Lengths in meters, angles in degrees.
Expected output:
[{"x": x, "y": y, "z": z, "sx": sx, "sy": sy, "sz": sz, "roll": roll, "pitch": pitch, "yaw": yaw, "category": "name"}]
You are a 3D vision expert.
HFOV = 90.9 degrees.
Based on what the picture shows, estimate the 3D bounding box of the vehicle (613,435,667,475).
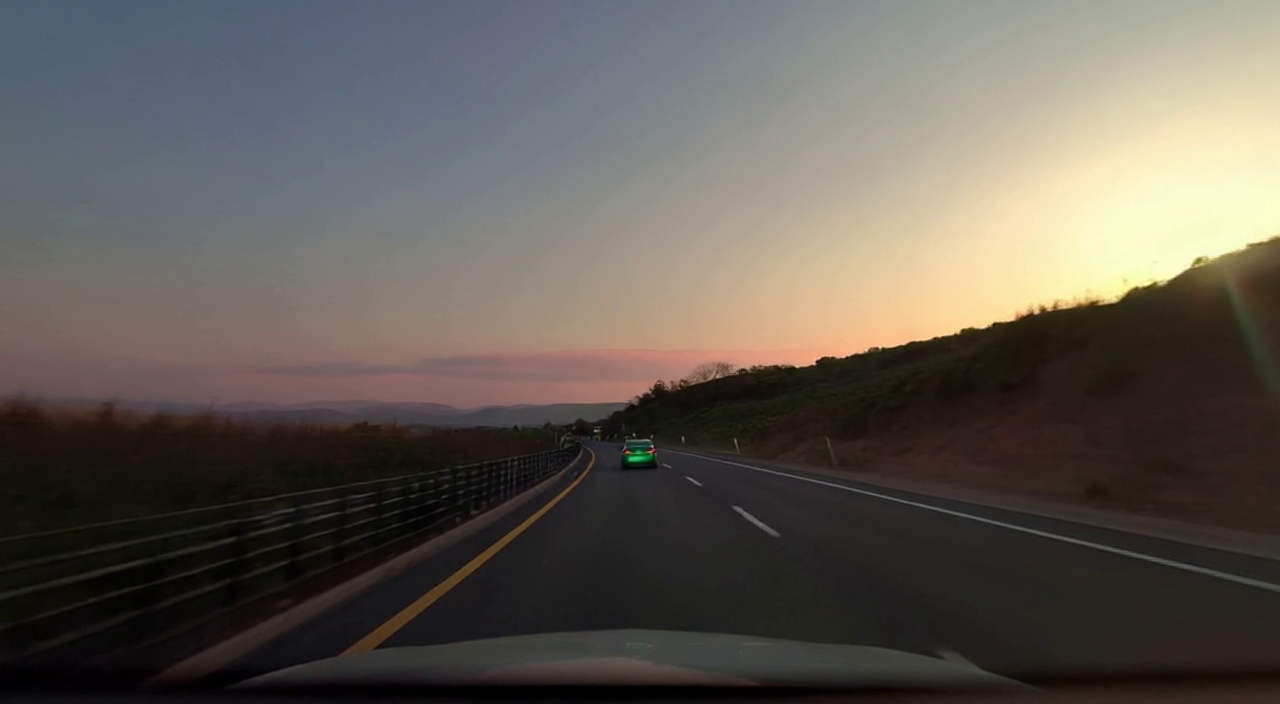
[{"x": -0.078, "y": 4.210, "z": 25.984, "sx": 2.029, "sy": 1.474, "sz": 4.183, "roll": 0, "pitch": -8, "yaw": -2, "category": "vehicle"}]
